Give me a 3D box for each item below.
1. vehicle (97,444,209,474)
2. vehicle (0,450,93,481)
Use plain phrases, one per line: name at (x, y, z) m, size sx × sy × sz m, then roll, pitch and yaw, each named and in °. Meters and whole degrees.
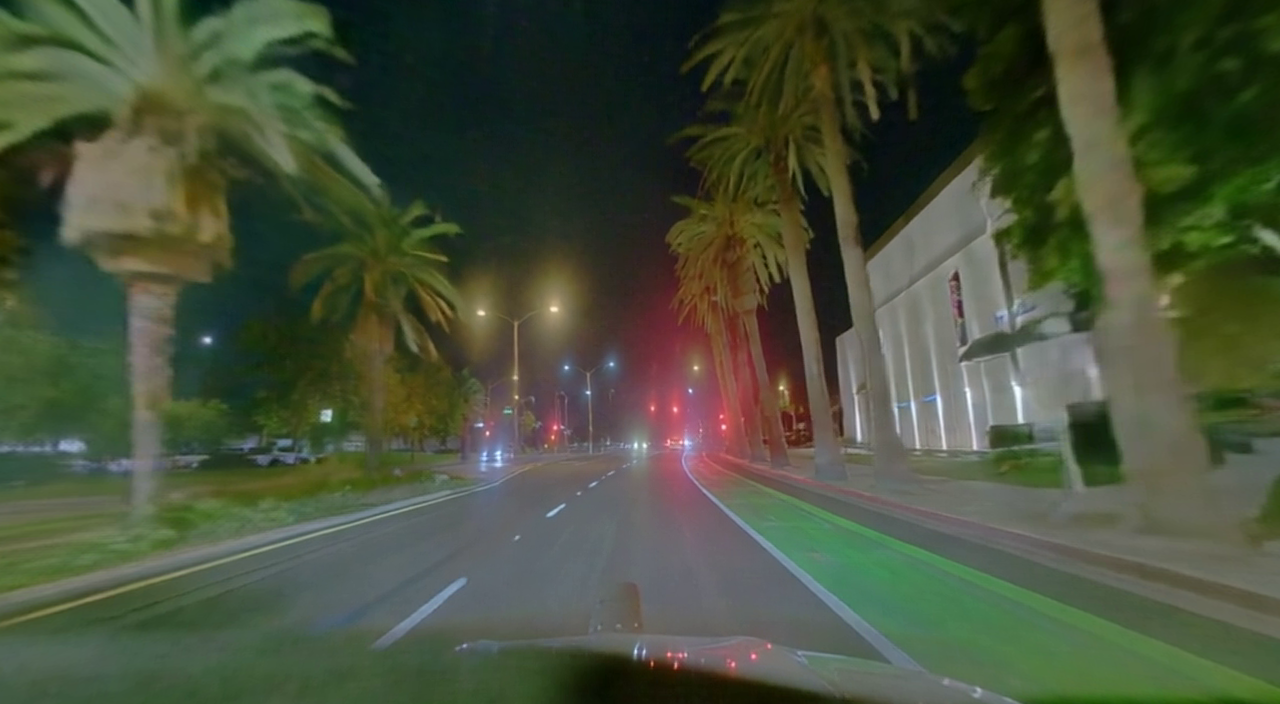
vehicle at (-30.281, 6.671, 39.382) m, size 5.174 × 1.778 × 2.292 m, roll -1°, pitch -8°, yaw 3°
vehicle at (-30.262, 5.664, 31.574) m, size 4.479 × 1.465 × 1.772 m, roll -1°, pitch -9°, yaw 7°
